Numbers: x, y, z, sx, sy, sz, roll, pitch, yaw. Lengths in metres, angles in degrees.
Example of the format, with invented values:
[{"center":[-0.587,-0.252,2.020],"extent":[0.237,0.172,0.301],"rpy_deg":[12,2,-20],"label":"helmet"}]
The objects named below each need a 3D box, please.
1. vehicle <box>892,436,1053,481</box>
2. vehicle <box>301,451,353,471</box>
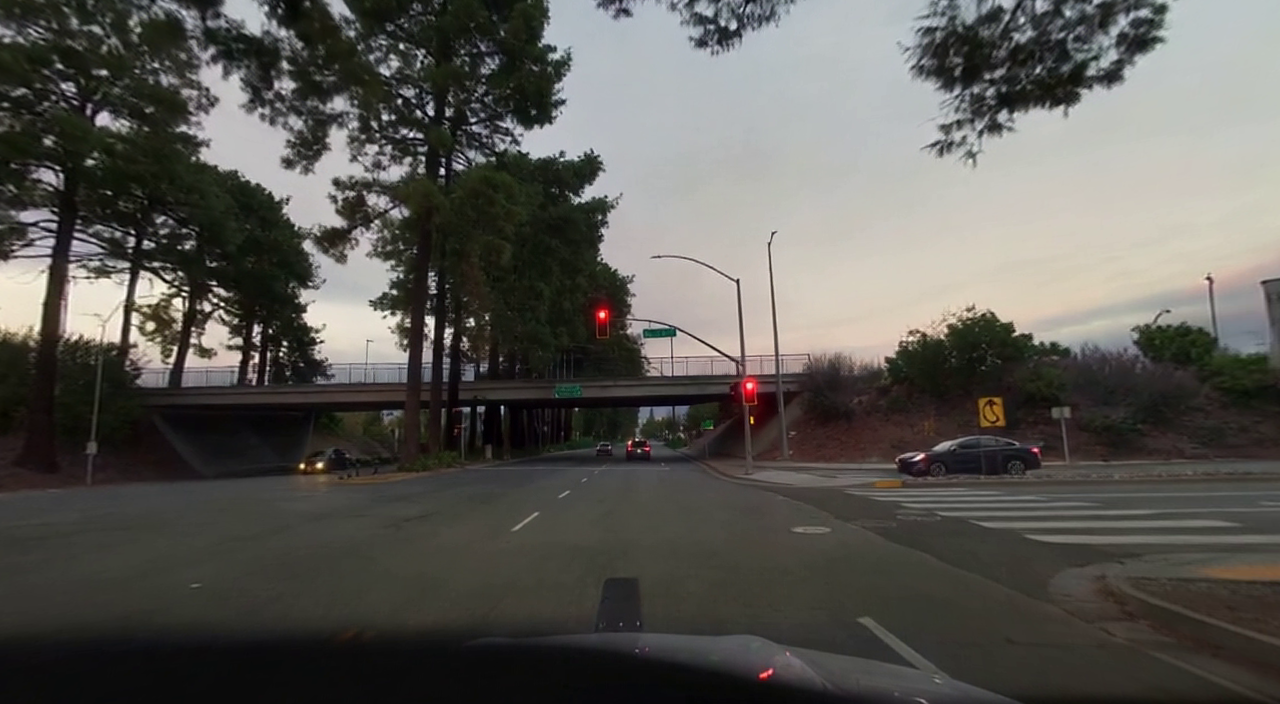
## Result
[{"center":[11.517,3.680,22.041],"extent":[4.691,1.466,1.800],"rpy_deg":[1,-9,-7],"label":"vehicle"},{"center":[-24.072,8.371,48.727],"extent":[1.834,1.482,4.310],"rpy_deg":[0,-9,-1],"label":"vehicle"}]
